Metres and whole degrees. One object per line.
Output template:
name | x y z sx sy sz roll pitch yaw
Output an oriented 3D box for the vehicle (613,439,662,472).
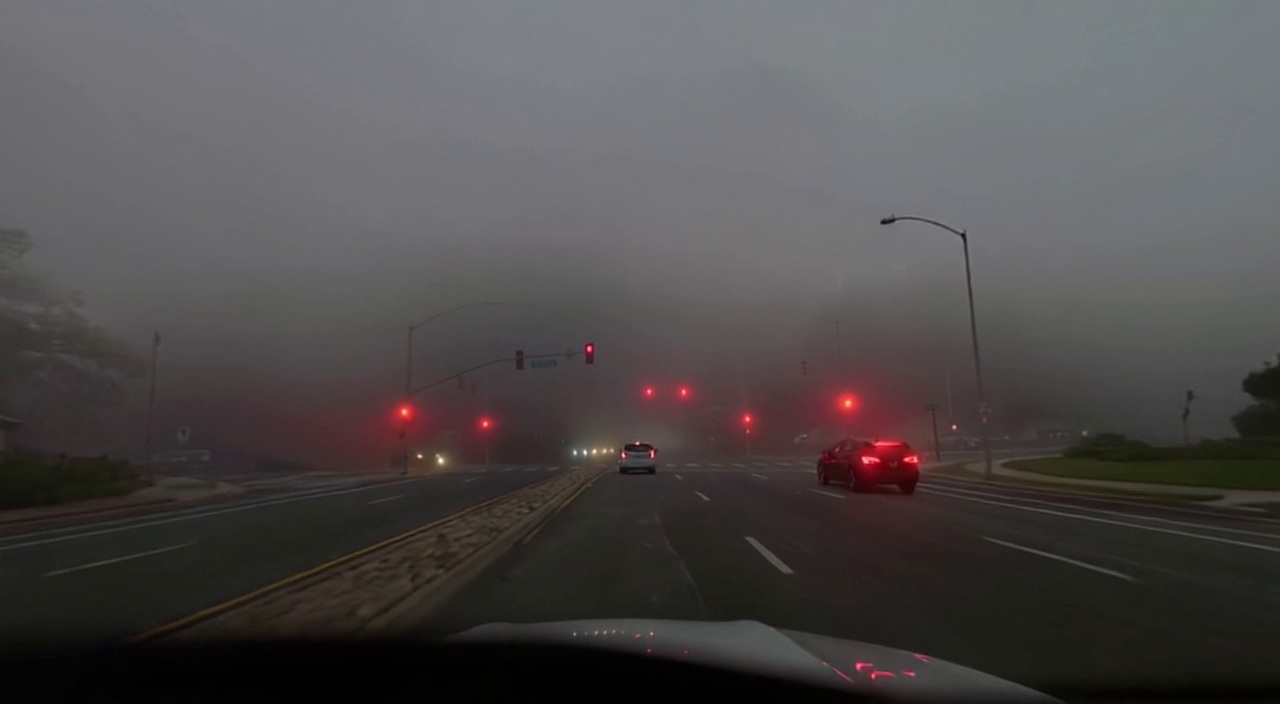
vehicle | -0.048 5.314 32.531 2.074 1.570 3.647 0 -9 7
